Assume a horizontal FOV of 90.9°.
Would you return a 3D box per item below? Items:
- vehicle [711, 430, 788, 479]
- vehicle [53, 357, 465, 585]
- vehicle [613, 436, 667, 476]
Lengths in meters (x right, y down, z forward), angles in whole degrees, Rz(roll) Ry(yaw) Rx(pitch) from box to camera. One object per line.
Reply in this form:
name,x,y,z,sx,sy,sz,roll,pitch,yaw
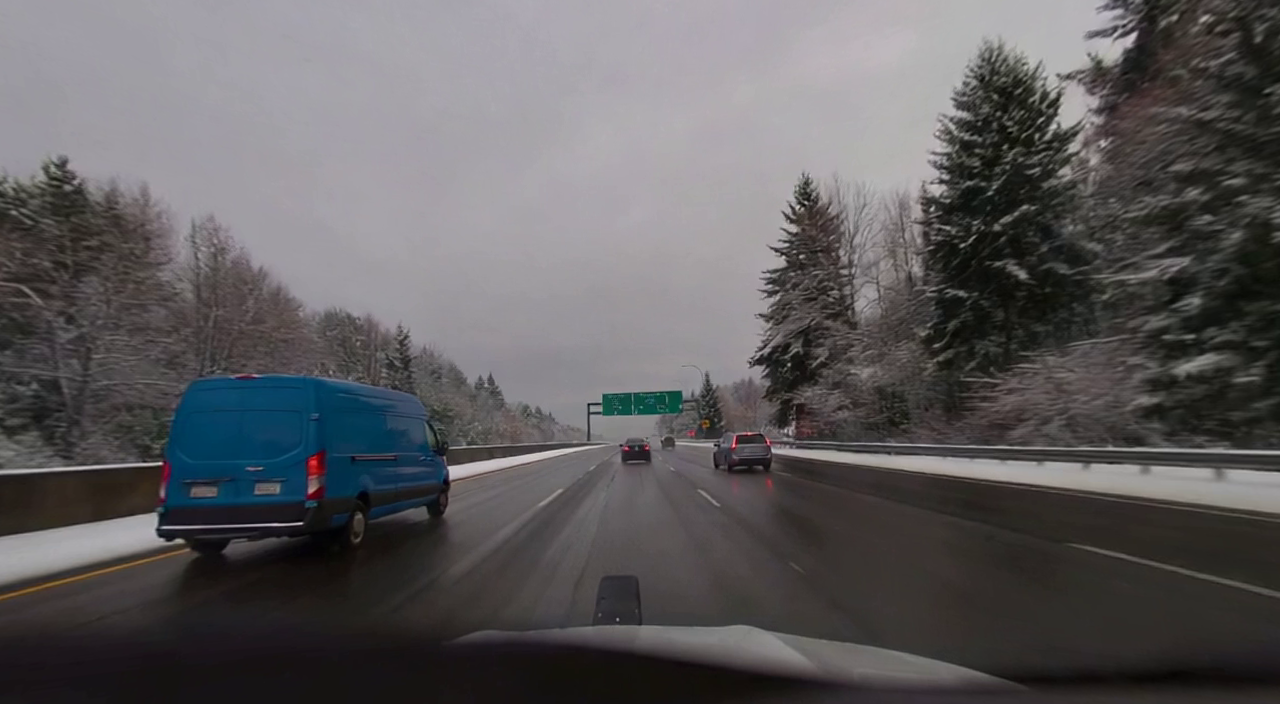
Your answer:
vehicle,3.994,3.793,23.719,1.996,1.638,4.496,0,-8,-1
vehicle,-4.152,1.407,8.308,2.275,2.053,5.082,0,-8,-1
vehicle,-0.013,4.107,25.339,2.020,1.464,3.803,0,-8,0
